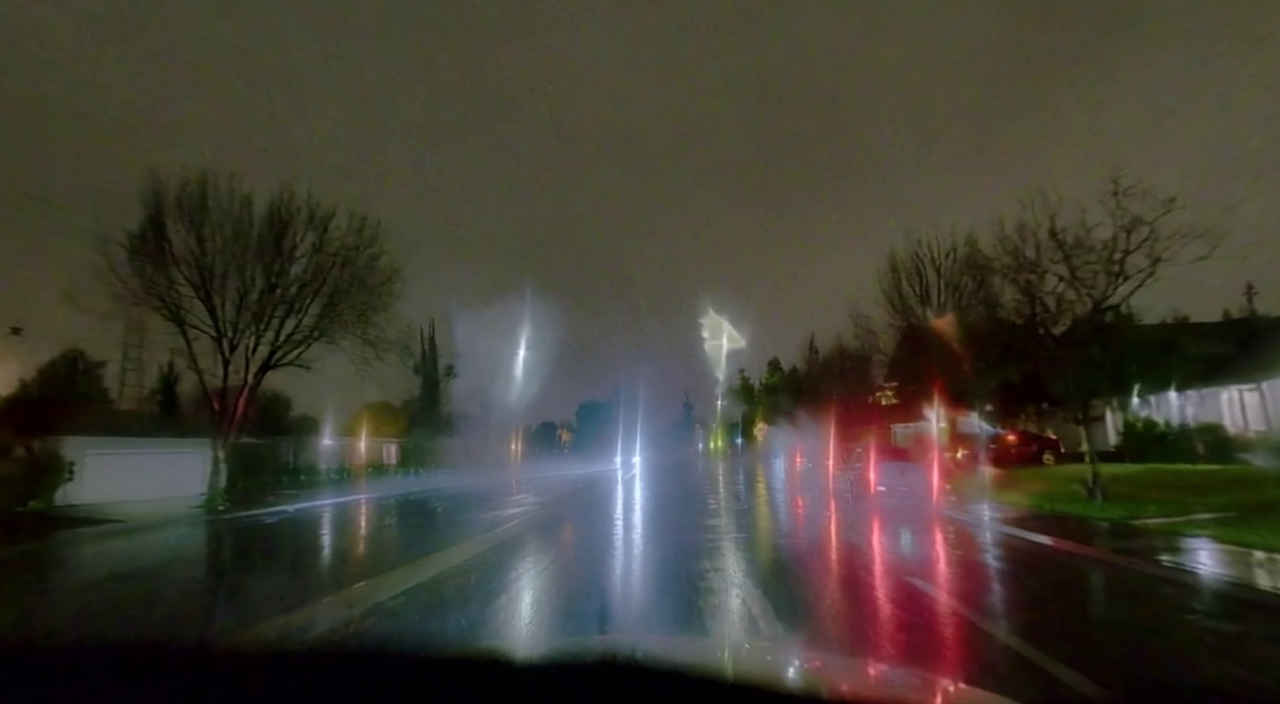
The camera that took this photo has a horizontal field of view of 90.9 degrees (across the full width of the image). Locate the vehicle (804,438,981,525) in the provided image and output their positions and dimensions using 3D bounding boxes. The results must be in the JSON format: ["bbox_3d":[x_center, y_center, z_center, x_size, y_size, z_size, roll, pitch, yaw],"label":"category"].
[{"bbox_3d":[5.076,2.630,13.495,1.979,1.524,4.578,0,-8,1],"label":"vehicle"}]

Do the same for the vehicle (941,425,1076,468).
[{"bbox_3d":[13.602,3.533,23.482,3.827,1.512,1.855,-1,-8,5],"label":"vehicle"}]
